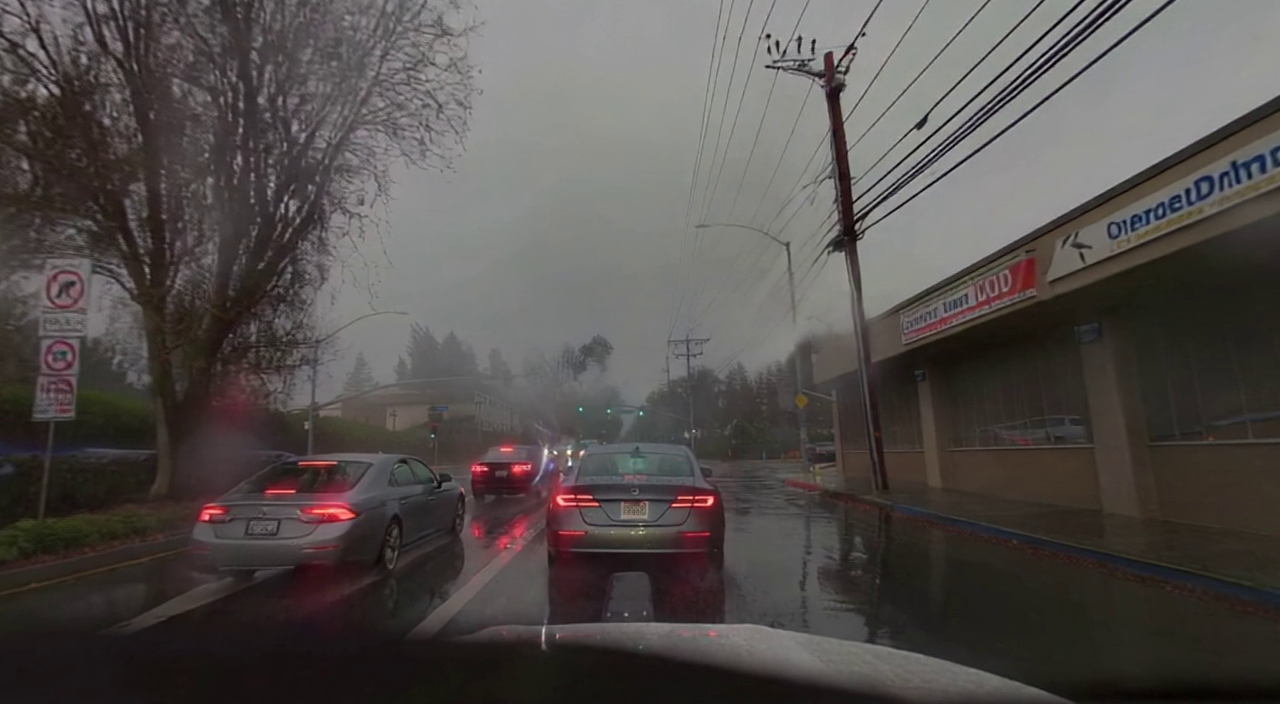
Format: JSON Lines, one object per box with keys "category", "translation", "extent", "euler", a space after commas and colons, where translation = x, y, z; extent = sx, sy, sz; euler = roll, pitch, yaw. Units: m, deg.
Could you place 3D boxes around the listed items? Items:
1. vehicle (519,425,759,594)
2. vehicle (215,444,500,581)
{"category": "vehicle", "translation": [-0.016, 1.683, 7.577], "extent": [2.101, 1.469, 3.955], "euler": [0, -9, 0]}
{"category": "vehicle", "translation": [-3.212, 1.871, 8.206], "extent": [1.765, 1.319, 4.013], "euler": [0, -9, 2]}
